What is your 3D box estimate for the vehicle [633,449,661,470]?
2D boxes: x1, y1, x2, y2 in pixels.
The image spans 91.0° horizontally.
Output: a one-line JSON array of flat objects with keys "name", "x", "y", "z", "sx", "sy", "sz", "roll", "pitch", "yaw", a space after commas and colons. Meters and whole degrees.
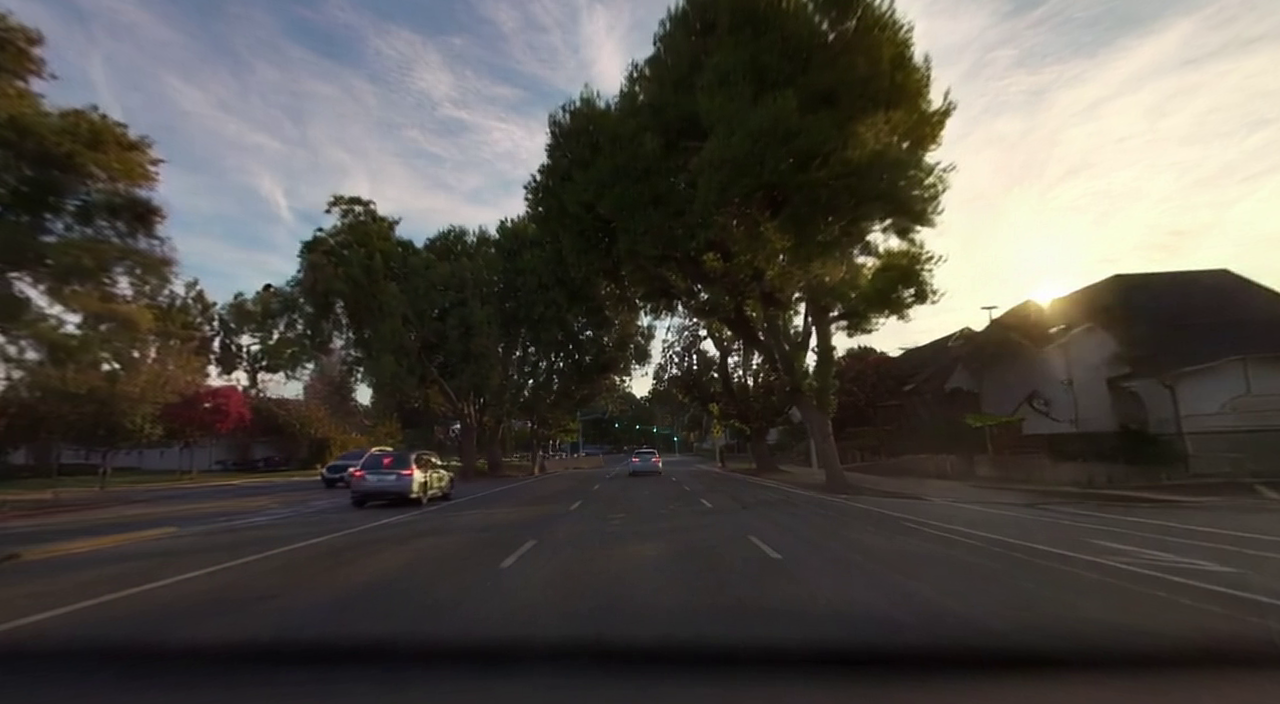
[{"name": "vehicle", "x": 0.528, "y": 8.266, "z": 48.570, "sx": 2.106, "sy": 1.517, "sz": 4.375, "roll": 0, "pitch": -9, "yaw": 0}]

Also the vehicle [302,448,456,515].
[{"name": "vehicle", "x": -6.516, "y": 3.252, "z": 16.358, "sx": 2.014, "sy": 1.472, "sz": 4.357, "roll": 0, "pitch": -9, "yaw": 2}]
